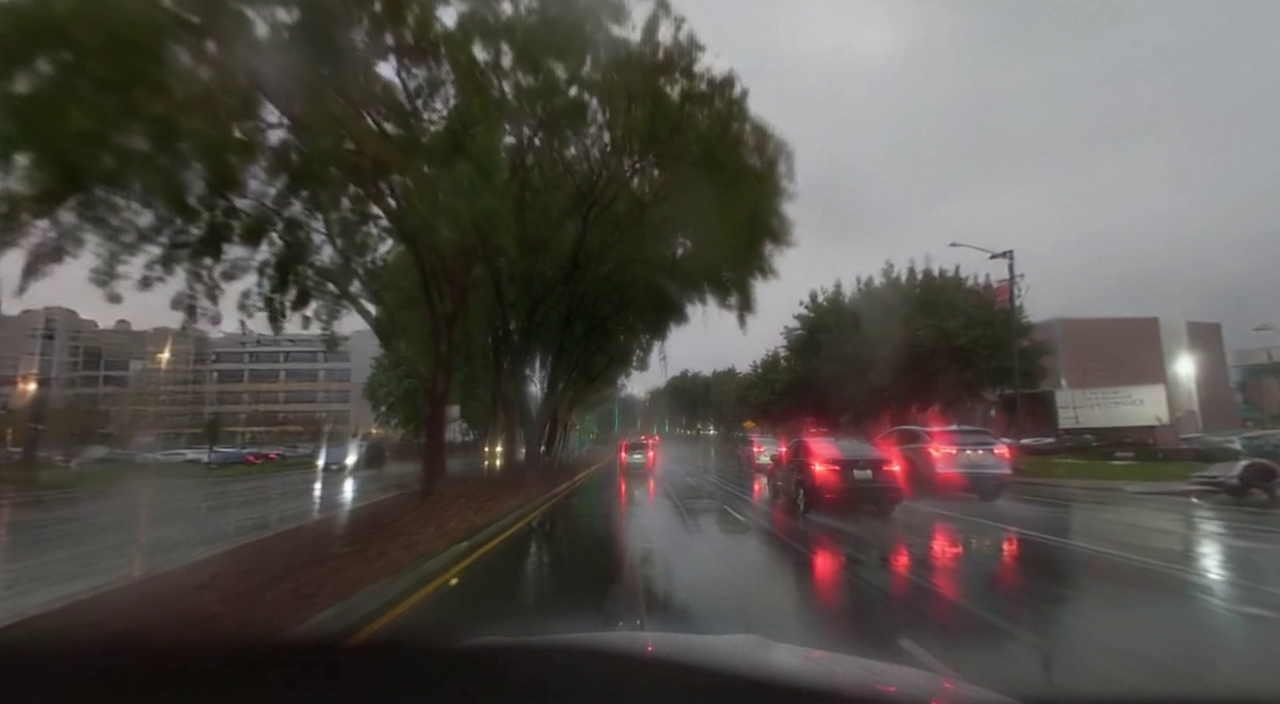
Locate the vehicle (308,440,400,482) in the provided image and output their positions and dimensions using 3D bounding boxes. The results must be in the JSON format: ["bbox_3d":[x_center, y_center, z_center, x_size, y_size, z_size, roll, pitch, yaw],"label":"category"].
[{"bbox_3d":[-12.513,4.776,28.019,1.954,1.689,4.443,0,-8,0],"label":"vehicle"}]

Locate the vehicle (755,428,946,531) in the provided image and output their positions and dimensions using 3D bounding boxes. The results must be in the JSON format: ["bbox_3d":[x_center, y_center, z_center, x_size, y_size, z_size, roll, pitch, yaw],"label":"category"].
[{"bbox_3d":[3.438,2.155,11.304,1.858,1.466,4.230,0,-8,-1],"label":"vehicle"}]

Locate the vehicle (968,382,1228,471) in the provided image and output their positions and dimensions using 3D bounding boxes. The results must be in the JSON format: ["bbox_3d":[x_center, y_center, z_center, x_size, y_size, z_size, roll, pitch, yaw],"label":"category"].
[{"bbox_3d":[18.996,3.155,26.686,8.476,3.508,3.062,0,-8,-1],"label":"vehicle"}]

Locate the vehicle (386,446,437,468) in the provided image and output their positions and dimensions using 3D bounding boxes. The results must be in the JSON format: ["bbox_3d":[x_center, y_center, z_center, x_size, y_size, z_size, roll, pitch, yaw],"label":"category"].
[{"bbox_3d":[-16.421,7.549,45.666,1.983,1.477,4.702,0,-8,0],"label":"vehicle"}]

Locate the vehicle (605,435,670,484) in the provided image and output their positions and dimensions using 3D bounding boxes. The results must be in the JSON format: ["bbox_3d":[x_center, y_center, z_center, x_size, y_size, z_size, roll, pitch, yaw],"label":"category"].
[{"bbox_3d":[-0.100,3.539,21.031,1.994,1.479,3.647,0,-8,-1],"label":"vehicle"}]

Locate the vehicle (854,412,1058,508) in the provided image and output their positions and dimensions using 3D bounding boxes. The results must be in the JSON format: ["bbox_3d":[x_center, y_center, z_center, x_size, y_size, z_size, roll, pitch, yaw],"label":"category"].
[{"bbox_3d":[6.866,2.403,14.472,2.134,1.810,4.590,0,-8,-2],"label":"vehicle"}]
